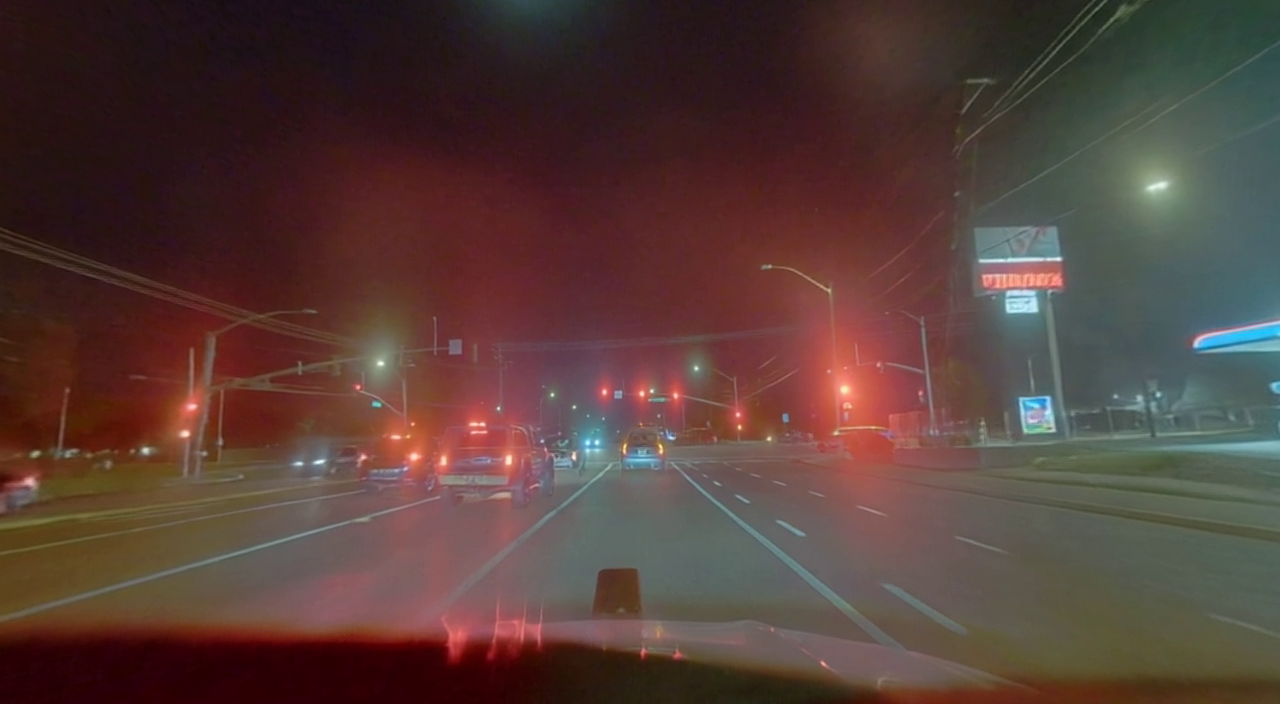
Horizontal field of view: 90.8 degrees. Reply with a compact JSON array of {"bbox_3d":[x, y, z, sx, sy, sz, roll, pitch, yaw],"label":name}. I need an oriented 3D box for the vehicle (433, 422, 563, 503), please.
[{"bbox_3d":[-3.310,2.692,15.685,2.096,1.718,4.266,0,-9,2],"label":"vehicle"}]

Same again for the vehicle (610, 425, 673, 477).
[{"bbox_3d":[0.089,3.872,24.877,2.224,1.819,5.005,0,-8,1],"label":"vehicle"}]

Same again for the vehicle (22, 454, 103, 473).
[{"bbox_3d":[-45.636,8.780,49.974,4.577,1.445,1.856,0,-8,2],"label":"vehicle"}]

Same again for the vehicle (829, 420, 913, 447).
[{"bbox_3d":[18.189,6.456,49.784,5.782,1.950,2.225,-5,-10,30],"label":"vehicle"}]

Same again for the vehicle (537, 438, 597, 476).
[{"bbox_3d":[-2.929,4.318,26.147,1.881,1.424,4.098,0,-9,2],"label":"vehicle"}]

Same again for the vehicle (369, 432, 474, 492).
[{"bbox_3d":[-6.407,3.270,19.005,1.790,1.605,3.696,0,-9,0],"label":"vehicle"}]

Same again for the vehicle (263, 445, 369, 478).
[{"bbox_3d":[-17.176,5.818,33.966,2.299,1.616,5.765,-1,-9,5],"label":"vehicle"}]

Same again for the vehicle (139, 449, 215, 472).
[{"bbox_3d":[-36.296,8.517,49.612,4.661,1.456,1.817,-3,-7,2],"label":"vehicle"}]
